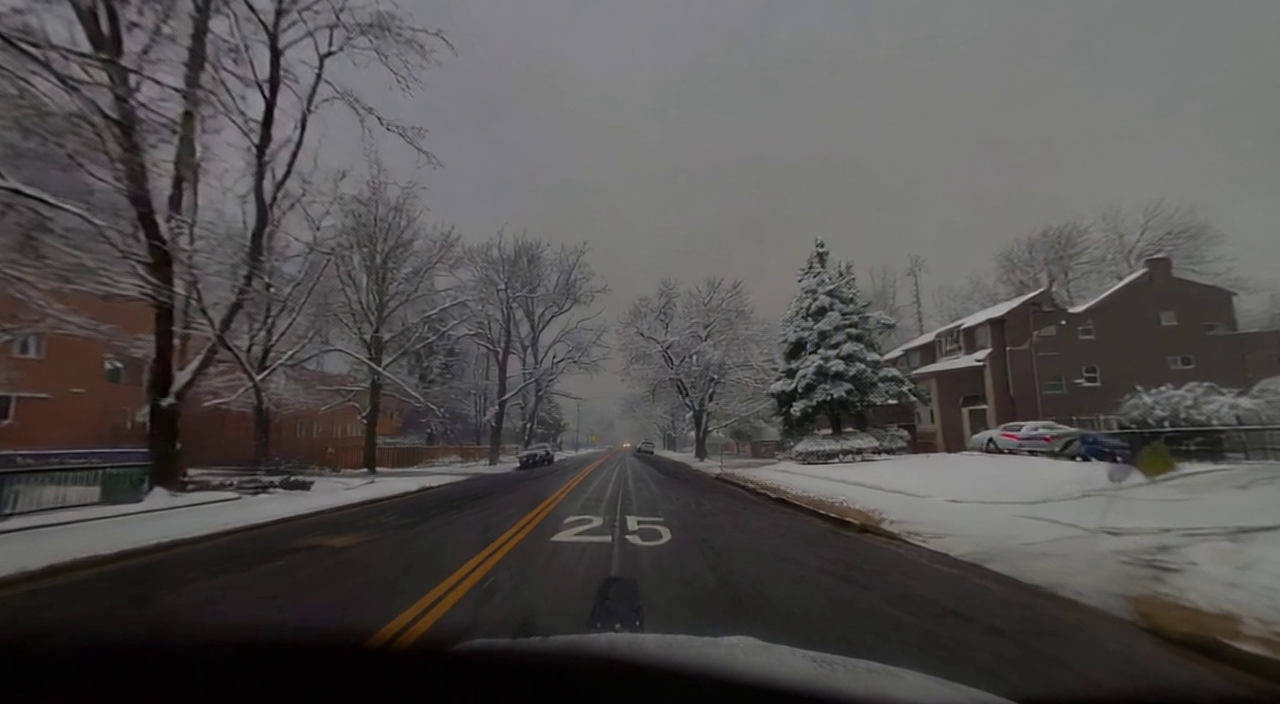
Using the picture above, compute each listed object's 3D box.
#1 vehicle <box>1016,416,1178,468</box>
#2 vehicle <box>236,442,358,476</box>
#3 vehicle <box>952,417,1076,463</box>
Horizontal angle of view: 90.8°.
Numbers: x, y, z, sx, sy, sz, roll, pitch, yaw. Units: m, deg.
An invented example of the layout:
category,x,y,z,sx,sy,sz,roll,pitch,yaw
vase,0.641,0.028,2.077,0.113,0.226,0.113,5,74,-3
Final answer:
category,x,y,z,sx,sy,sz,roll,pitch,yaw
vehicle,15.841,3.131,22.051,4.198,1.697,1.984,1,-9,-5
vehicle,-15.461,4.824,28.678,4.388,1.449,1.882,0,-9,-3
vehicle,15.233,3.565,25.726,4.426,1.704,2.219,4,-9,-27
